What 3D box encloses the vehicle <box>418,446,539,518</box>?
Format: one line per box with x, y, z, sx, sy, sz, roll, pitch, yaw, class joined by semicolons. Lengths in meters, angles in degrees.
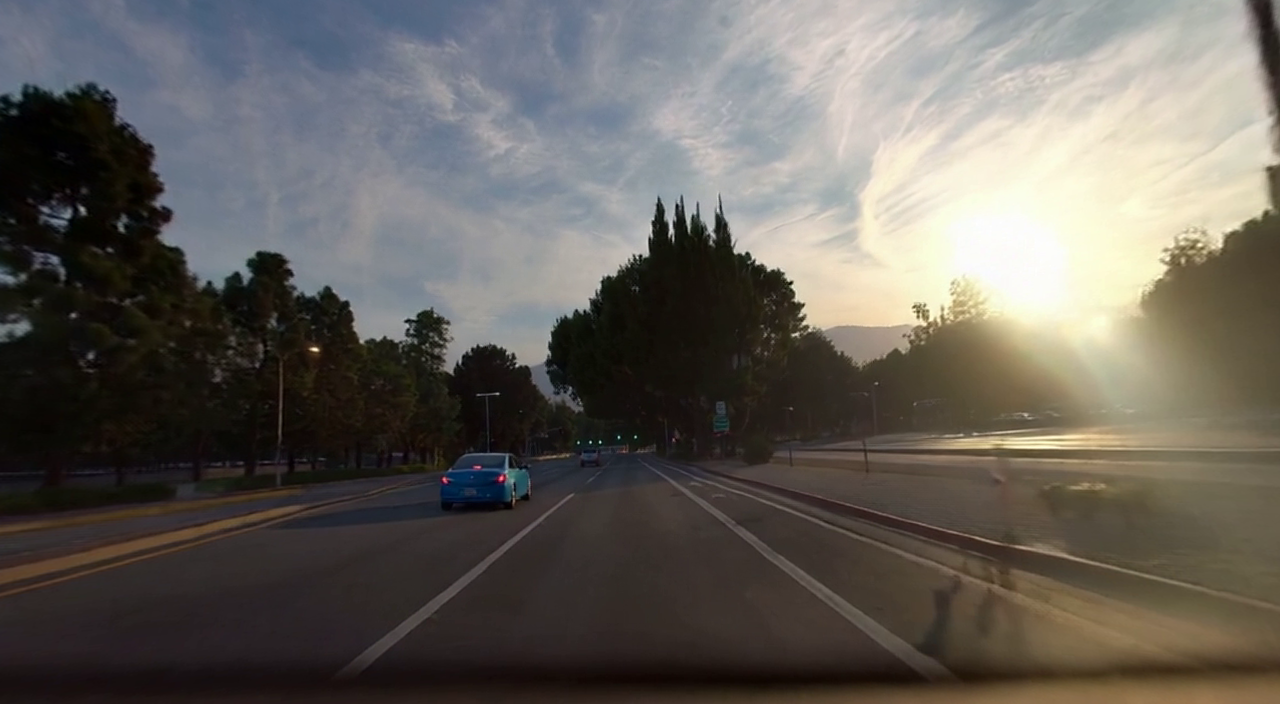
-3.709;3.031;15.308;1.964;1.472;4.078;0;-8;-2;vehicle
